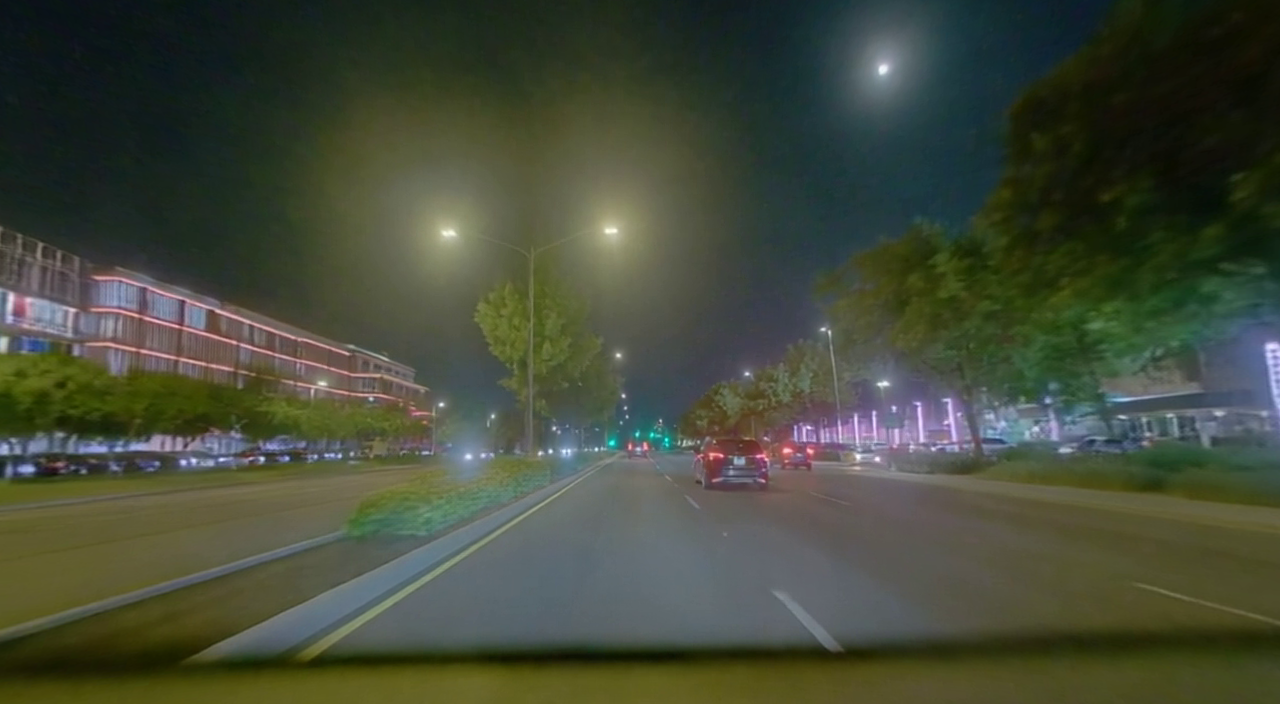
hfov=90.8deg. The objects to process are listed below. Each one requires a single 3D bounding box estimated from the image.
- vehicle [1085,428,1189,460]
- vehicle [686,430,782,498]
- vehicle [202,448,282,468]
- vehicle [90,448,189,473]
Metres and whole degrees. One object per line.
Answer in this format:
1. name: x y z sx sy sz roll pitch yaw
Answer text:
1. vehicle: 32.122 5.971 40.943 4.867 1.962 2.172 0 -8 1
2. vehicle: 2.507 3.119 18.012 1.963 1.677 4.229 0 -8 -2
3. vehicle: -30.034 7.998 47.766 4.671 1.472 2.076 0 -8 2
4. vehicle: -29.531 6.390 37.330 4.215 1.415 1.843 0 -8 -1
